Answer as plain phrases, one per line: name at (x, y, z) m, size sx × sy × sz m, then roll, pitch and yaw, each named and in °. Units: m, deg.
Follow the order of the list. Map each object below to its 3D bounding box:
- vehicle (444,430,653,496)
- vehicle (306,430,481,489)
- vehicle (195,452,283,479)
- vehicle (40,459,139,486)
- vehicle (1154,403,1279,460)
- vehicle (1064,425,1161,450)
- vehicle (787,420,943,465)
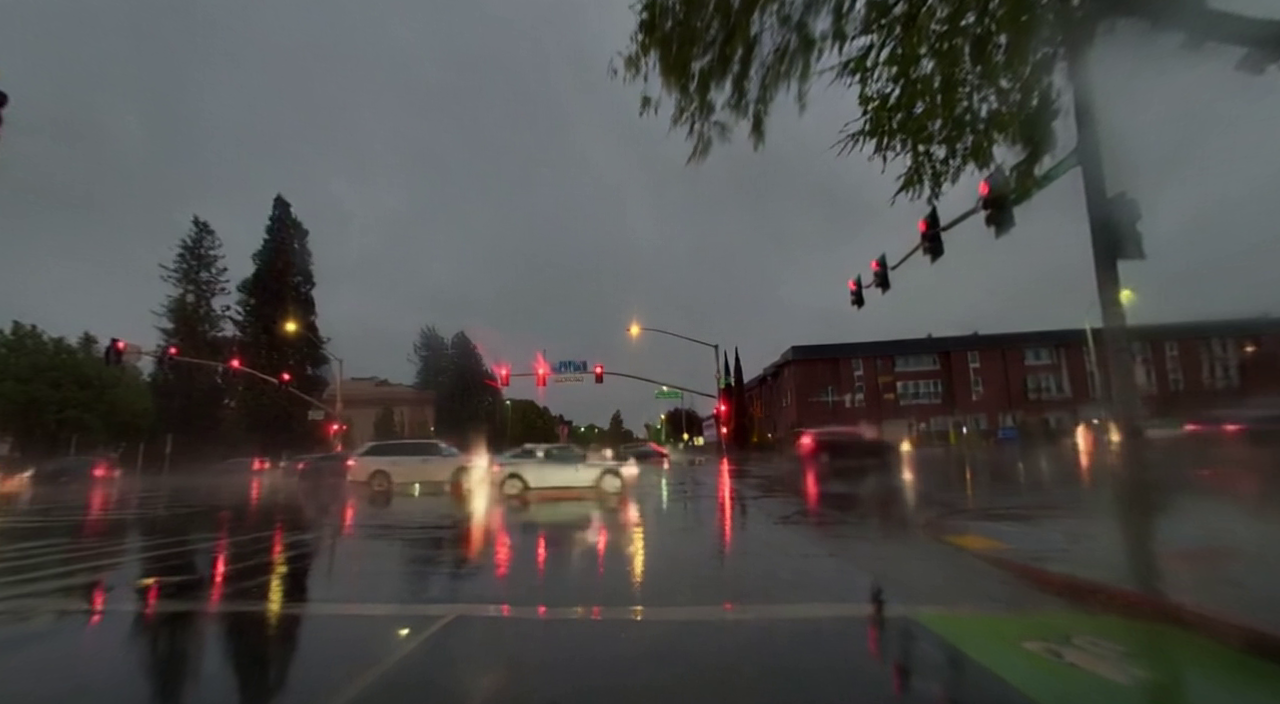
vehicle at (-2.125, 2.703, 15.442) m, size 4.715 × 1.472 × 1.905 m, roll -1°, pitch -9°, yaw 6°
vehicle at (-7.741, 3.411, 20.164) m, size 4.673 × 1.740 × 2.150 m, roll -1°, pitch -9°, yaw 6°
vehicle at (-28.314, 8.026, 44.622) m, size 4.939 × 1.770 × 2.001 m, roll -1°, pitch -9°, yaw 5°
vehicle at (-33.220, 7.268, 38.084) m, size 4.459 × 1.477 × 1.754 m, roll -1°, pitch -9°, yaw 5°
vehicle at (17.474, 2.214, 17.526) m, size 4.494 × 1.491 × 1.906 m, roll -1°, pitch -9°, yaw 6°
vehicle at (29.027, 5.292, 38.809) m, size 4.377 × 1.491 × 1.734 m, roll -1°, pitch -9°, yaw 7°
vehicle at (7.787, 3.203, 22.253) m, size 4.793 × 1.473 × 1.878 m, roll -1°, pitch -9°, yaw 7°
